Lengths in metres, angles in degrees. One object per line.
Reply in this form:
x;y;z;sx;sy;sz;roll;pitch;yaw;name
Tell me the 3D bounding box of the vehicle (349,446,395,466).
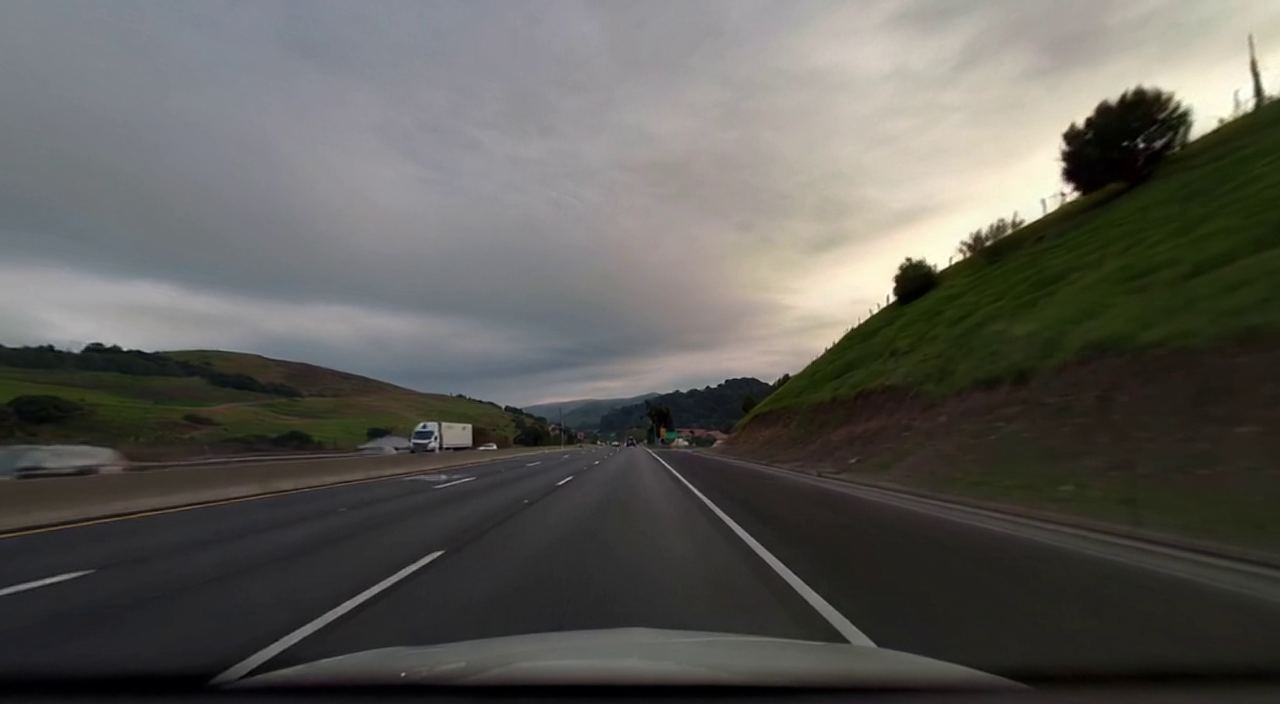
-20.890;8.085;49.225;1.704;1.419;4.326;0;-8;-1;vehicle
